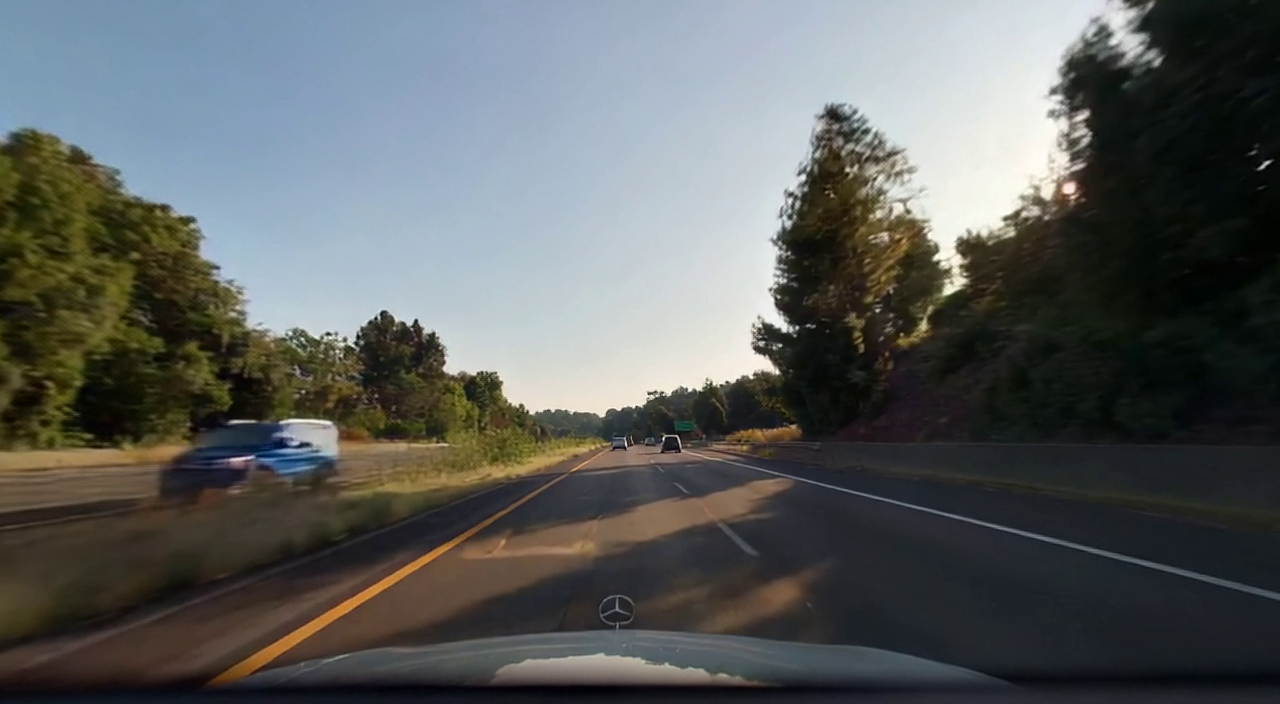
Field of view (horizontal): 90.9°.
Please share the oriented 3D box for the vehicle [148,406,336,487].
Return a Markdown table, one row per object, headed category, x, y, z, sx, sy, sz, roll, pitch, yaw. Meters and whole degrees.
| category | x | y | z | sx | sy | sz | roll | pitch | yaw |
| --- | --- | --- | --- | --- | --- | --- | --- | --- | --- |
| vehicle | -9.535 | 2.310 | 15.621 | 1.997 | 1.729 | 4.143 | 0 | -8 | -1 |
